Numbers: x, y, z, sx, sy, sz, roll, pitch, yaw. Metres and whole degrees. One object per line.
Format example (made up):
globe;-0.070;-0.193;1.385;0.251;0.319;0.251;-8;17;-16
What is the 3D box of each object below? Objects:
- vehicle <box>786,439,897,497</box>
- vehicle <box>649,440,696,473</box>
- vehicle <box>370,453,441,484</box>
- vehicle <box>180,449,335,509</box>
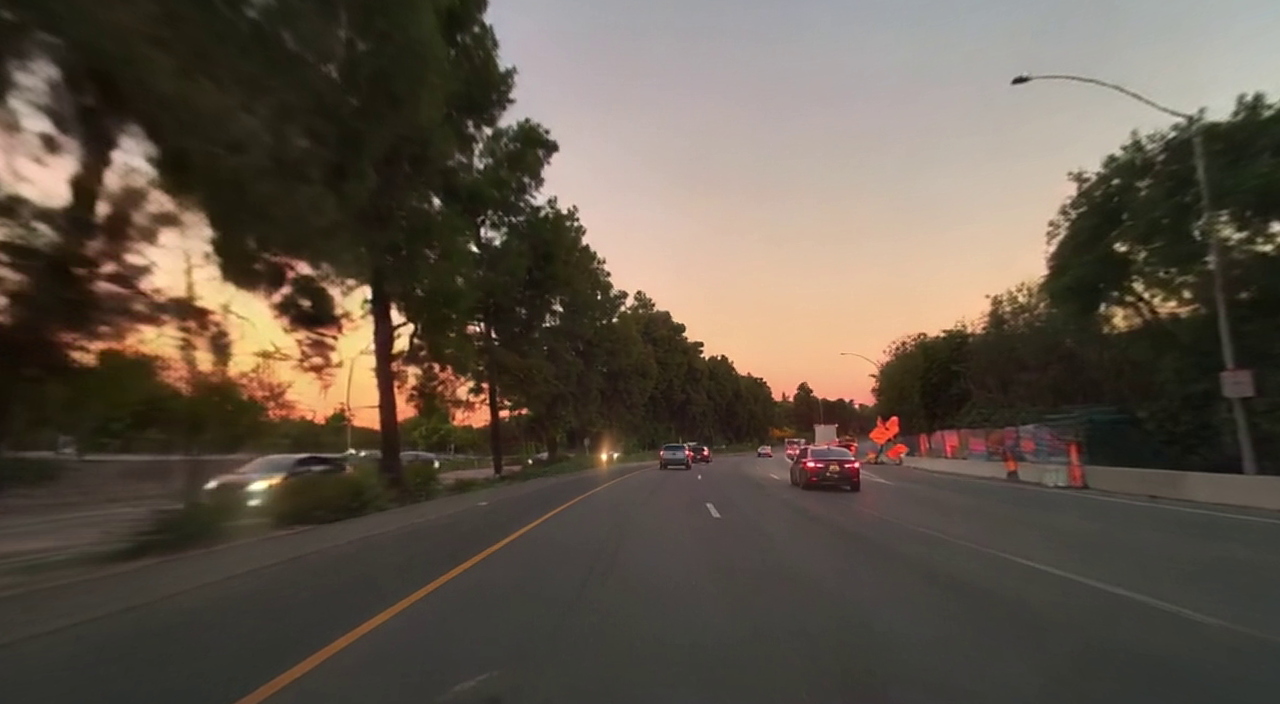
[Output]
vehicle;5.679;3.313;18.430;2.044;1.474;4.083;-1;-9;3
vehicle;1.849;5.673;34.457;2.201;1.676;4.541;-1;-9;7
vehicle;-13.566;6.752;36.864;1.913;1.610;4.549;-1;-9;7
vehicle;-11.958;3.962;20.183;2.032;1.657;4.271;-1;-9;4
